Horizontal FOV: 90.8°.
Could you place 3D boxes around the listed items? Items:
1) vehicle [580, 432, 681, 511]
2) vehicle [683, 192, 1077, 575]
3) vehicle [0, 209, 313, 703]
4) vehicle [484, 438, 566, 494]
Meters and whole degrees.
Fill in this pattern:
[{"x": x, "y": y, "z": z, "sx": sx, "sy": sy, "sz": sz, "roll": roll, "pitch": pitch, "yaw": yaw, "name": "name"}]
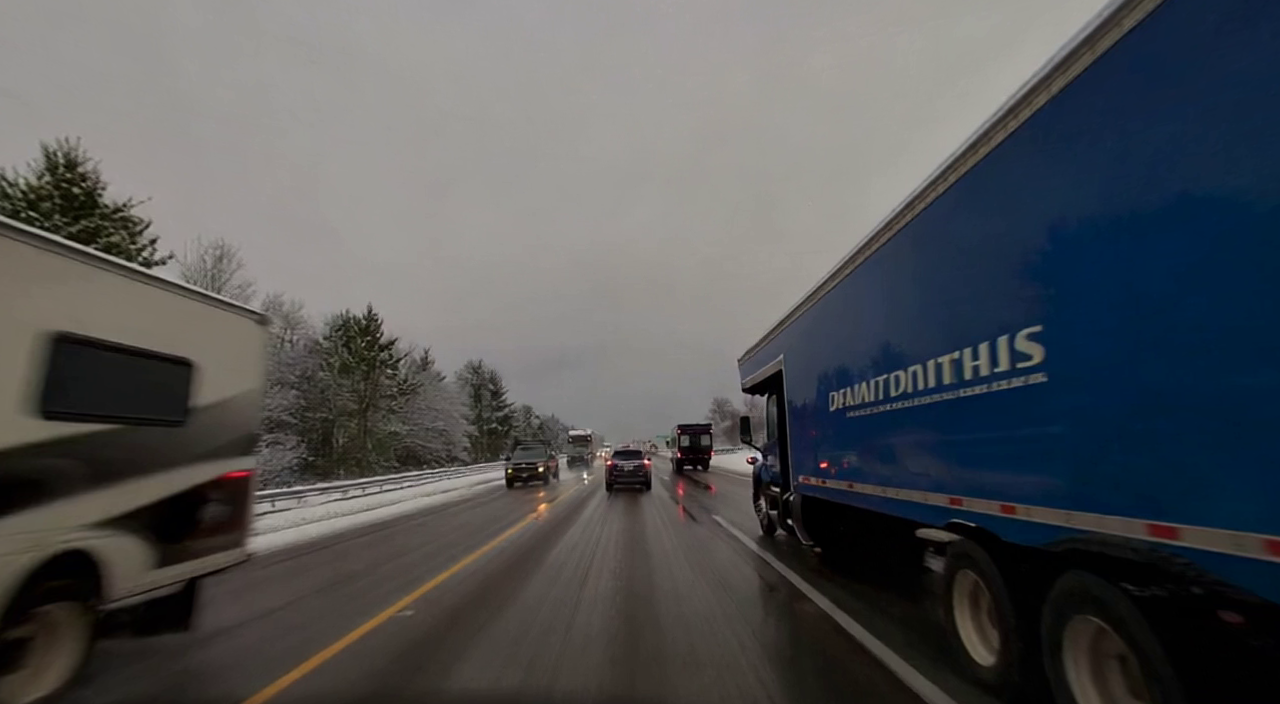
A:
[{"x": -0.246, "y": 2.947, "z": 15.949, "sx": 2.201, "sy": 1.719, "sz": 4.058, "roll": 0, "pitch": -9, "yaw": -1, "name": "vehicle"}, {"x": 3.016, "y": 1.448, "z": 14.589, "sx": 2.934, "sy": 4.123, "sz": 15.785, "roll": 0, "pitch": -9, "yaw": 0, "name": "vehicle"}, {"x": -3.765, "y": 0.554, "z": 2.343, "sx": 2.254, "sy": 2.331, "sz": 5.179, "roll": 0, "pitch": -9, "yaw": 0, "name": "vehicle"}, {"x": -3.869, "y": 3.918, "z": 21.998, "sx": 1.986, "sy": 1.733, "sz": 4.209, "roll": 0, "pitch": -9, "yaw": 1, "name": "vehicle"}]
